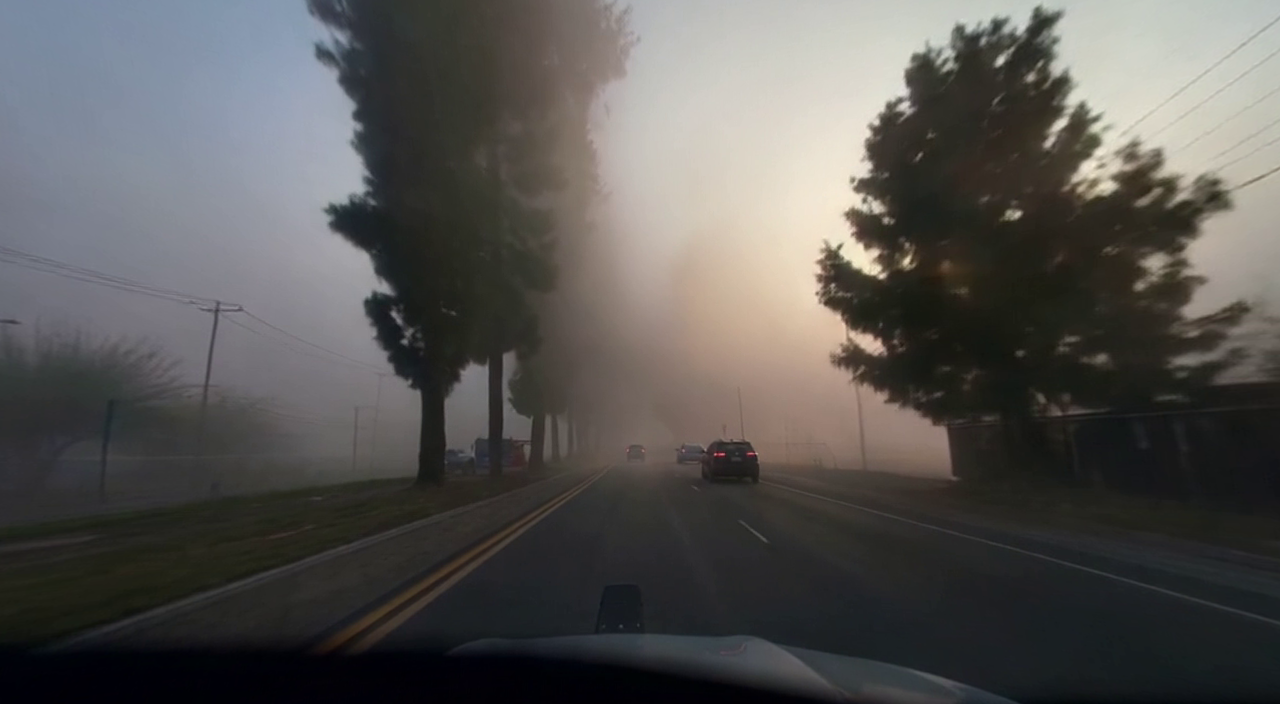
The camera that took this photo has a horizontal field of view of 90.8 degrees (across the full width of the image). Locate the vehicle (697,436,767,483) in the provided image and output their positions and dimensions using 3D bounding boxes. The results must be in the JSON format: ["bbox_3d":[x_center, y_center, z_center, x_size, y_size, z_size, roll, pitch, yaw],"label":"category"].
[{"bbox_3d":[3.769,4.502,26.820,2.112,1.825,4.574,0,-8,-2],"label":"vehicle"}]

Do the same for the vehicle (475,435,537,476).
[{"bbox_3d":[-9.052,7.025,42.958,3.613,2.628,2.227,0,-8,2],"label":"vehicle"}]

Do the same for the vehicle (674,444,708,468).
[{"bbox_3d":[3.631,7.449,45.564,2.012,1.653,4.115,0,-8,-1],"label":"vehicle"}]
